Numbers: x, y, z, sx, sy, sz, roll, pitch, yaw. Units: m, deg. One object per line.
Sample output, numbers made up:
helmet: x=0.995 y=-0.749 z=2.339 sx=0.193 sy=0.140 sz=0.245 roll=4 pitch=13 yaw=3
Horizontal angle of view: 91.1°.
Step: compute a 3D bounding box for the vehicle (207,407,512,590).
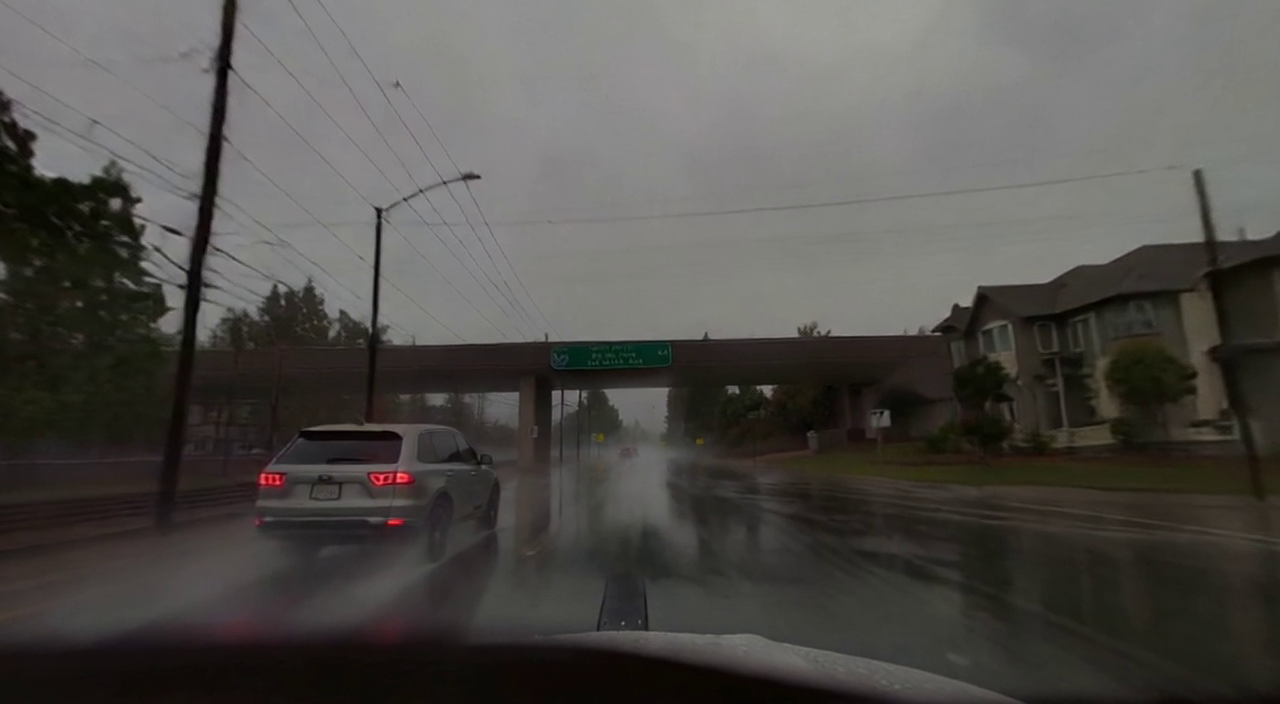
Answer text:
vehicle: x=-3.093 y=1.702 z=8.139 sx=1.882 sy=1.704 sz=4.335 roll=0 pitch=-8 yaw=1
